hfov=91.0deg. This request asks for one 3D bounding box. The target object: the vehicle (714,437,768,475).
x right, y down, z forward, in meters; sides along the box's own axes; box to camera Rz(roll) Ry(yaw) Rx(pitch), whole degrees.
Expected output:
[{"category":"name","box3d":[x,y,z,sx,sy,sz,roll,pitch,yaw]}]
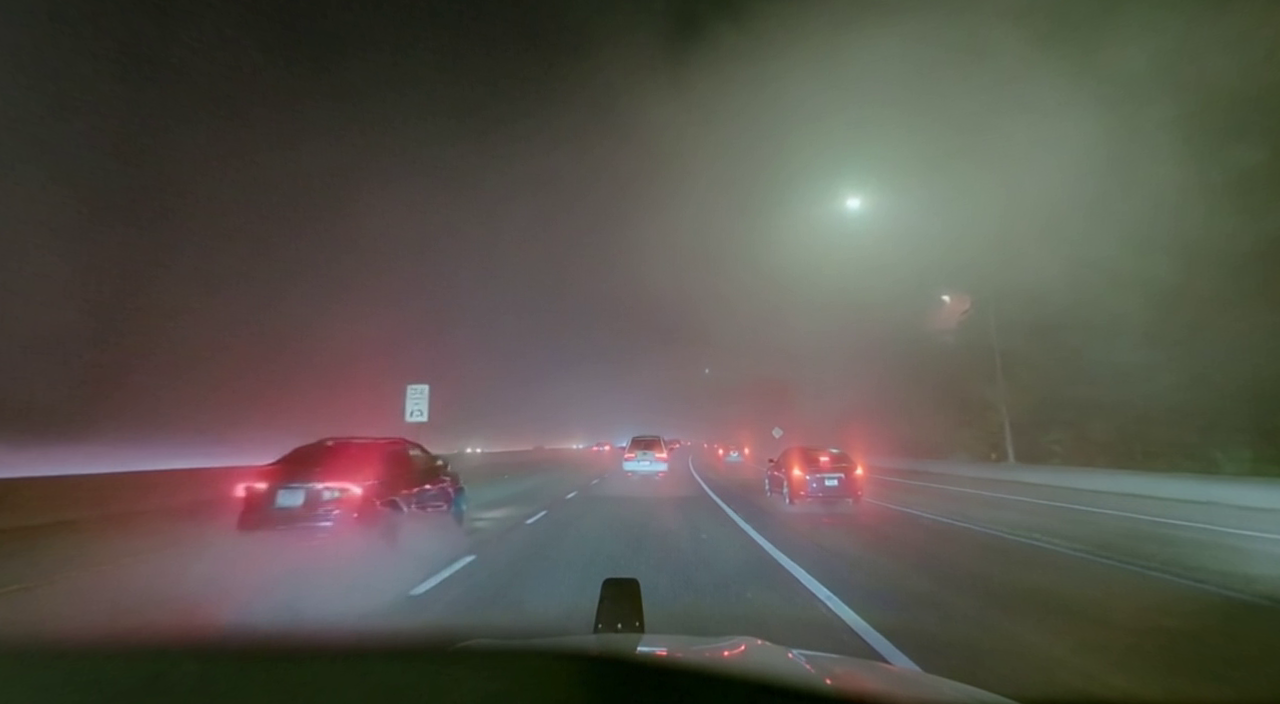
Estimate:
[{"category":"vehicle","box3d":[4.950,5.176,31.529,2.063,1.710,4.591,0,-9,2]}]

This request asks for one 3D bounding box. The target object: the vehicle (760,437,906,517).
[{"category":"vehicle","box3d":[4.148,2.764,14.407,1.999,1.514,4.338,0,-9,0]}]

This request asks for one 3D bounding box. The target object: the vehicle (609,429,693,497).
[{"category":"vehicle","box3d":[0.336,3.186,18.397,2.181,1.728,3.970,0,-9,1]}]

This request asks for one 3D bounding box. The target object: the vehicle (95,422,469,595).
[{"category":"vehicle","box3d":[-3.752,1.703,7.716,2.012,1.495,4.169,0,-9,2]}]

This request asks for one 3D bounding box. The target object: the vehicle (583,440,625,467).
[{"category":"vehicle","box3d":[-2.274,6.661,41.459,2.128,1.627,4.697,0,-9,4]}]
